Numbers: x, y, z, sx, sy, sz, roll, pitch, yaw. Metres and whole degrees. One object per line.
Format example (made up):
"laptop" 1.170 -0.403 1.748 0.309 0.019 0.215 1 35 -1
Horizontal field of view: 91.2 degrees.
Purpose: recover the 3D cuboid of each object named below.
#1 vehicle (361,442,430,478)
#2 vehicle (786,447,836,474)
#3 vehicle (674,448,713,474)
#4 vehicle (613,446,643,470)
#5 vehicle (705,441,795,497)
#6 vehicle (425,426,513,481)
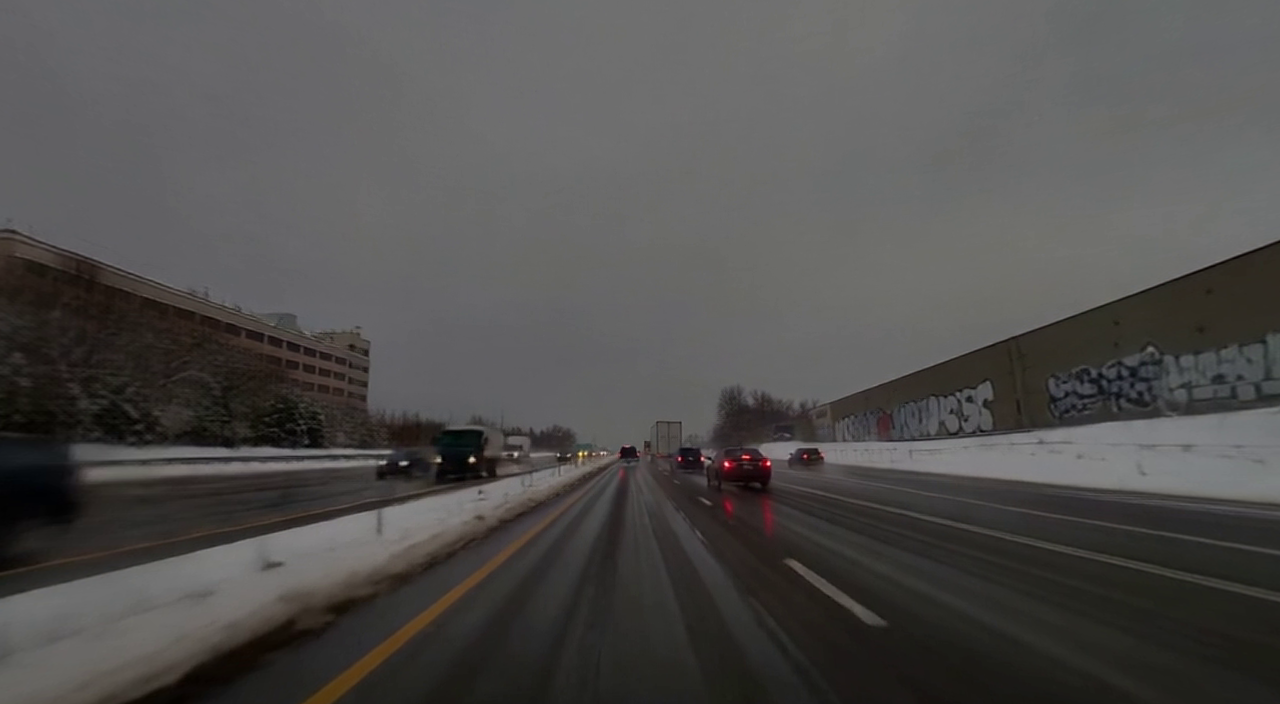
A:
"vehicle" -12.898 5.712 33.391 1.990 1.733 4.225 0 -9 -1
"vehicle" 11.140 7.086 41.162 2.107 1.648 4.324 0 -9 0
"vehicle" 3.500 7.254 41.892 2.085 1.588 4.436 0 -9 -2
"vehicle" -0.941 8.154 48.544 2.169 1.753 4.151 0 -9 -1
"vehicle" 3.515 3.846 20.988 2.045 1.605 4.674 0 -9 -1
"vehicle" -8.542 5.189 32.276 2.544 2.471 6.965 0 -9 0
